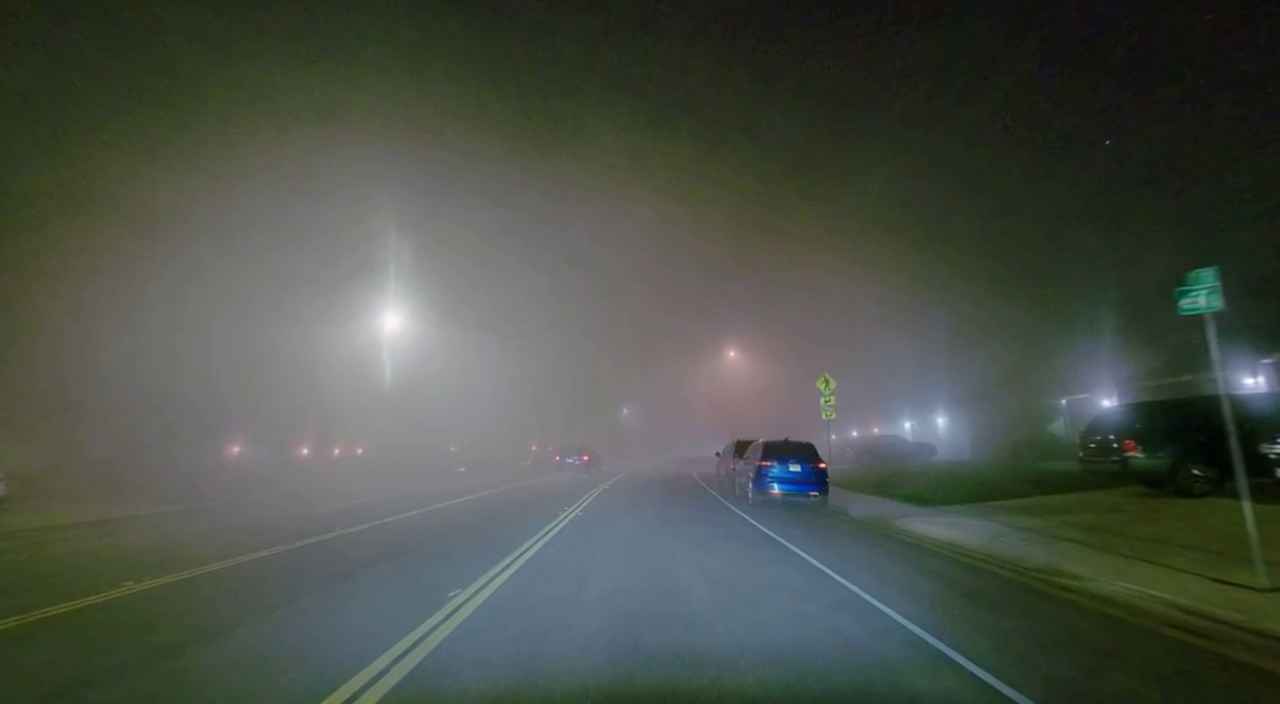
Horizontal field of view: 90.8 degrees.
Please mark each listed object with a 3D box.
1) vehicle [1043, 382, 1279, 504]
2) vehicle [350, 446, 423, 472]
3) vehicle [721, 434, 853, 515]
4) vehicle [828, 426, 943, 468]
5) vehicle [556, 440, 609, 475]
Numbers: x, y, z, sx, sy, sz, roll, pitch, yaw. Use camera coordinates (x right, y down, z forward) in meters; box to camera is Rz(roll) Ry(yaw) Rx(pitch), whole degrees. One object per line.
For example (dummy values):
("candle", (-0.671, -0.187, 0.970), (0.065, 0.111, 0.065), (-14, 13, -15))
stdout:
("vehicle", (11.926, 1.715, 12.465), (6.150, 2.059, 2.284), (-3, -8, 4))
("vehicle", (-18.873, 7.983, 47.125), (4.628, 1.808, 1.899), (0, -12, 8))
("vehicle", (3.480, 2.996, 16.143), (2.147, 1.725, 4.927), (0, -8, -1))
("vehicle", (12.533, 4.895, 32.561), (5.036, 1.782, 2.098), (-5, -9, 9))
("vehicle", (-3.007, 5.637, 33.944), (2.135, 1.731, 4.232), (-1, -8, 5))
